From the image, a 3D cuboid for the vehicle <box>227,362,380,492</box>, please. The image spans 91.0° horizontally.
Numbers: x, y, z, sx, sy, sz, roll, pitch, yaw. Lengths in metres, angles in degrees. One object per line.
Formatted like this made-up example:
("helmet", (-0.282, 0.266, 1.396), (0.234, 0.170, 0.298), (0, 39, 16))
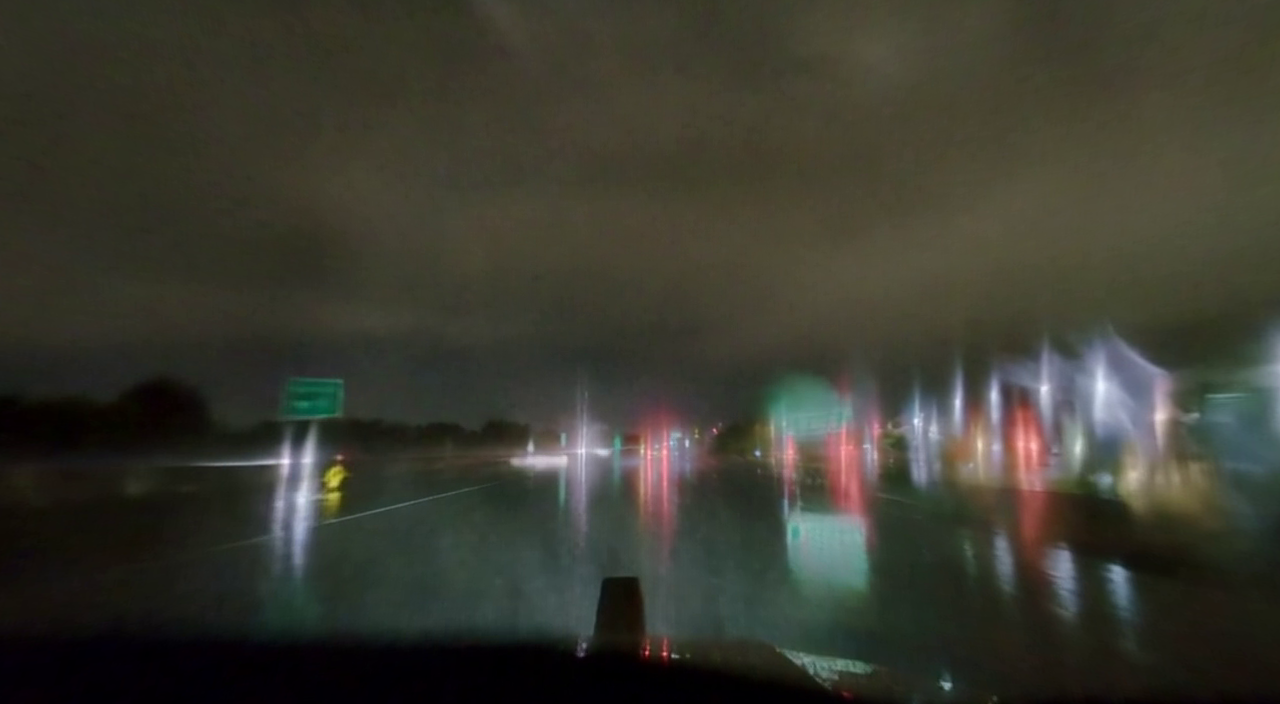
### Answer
("vehicle", (-11.064, 2.551, 21.178), (2.818, 3.939, 3.780), (0, -9, 1))
